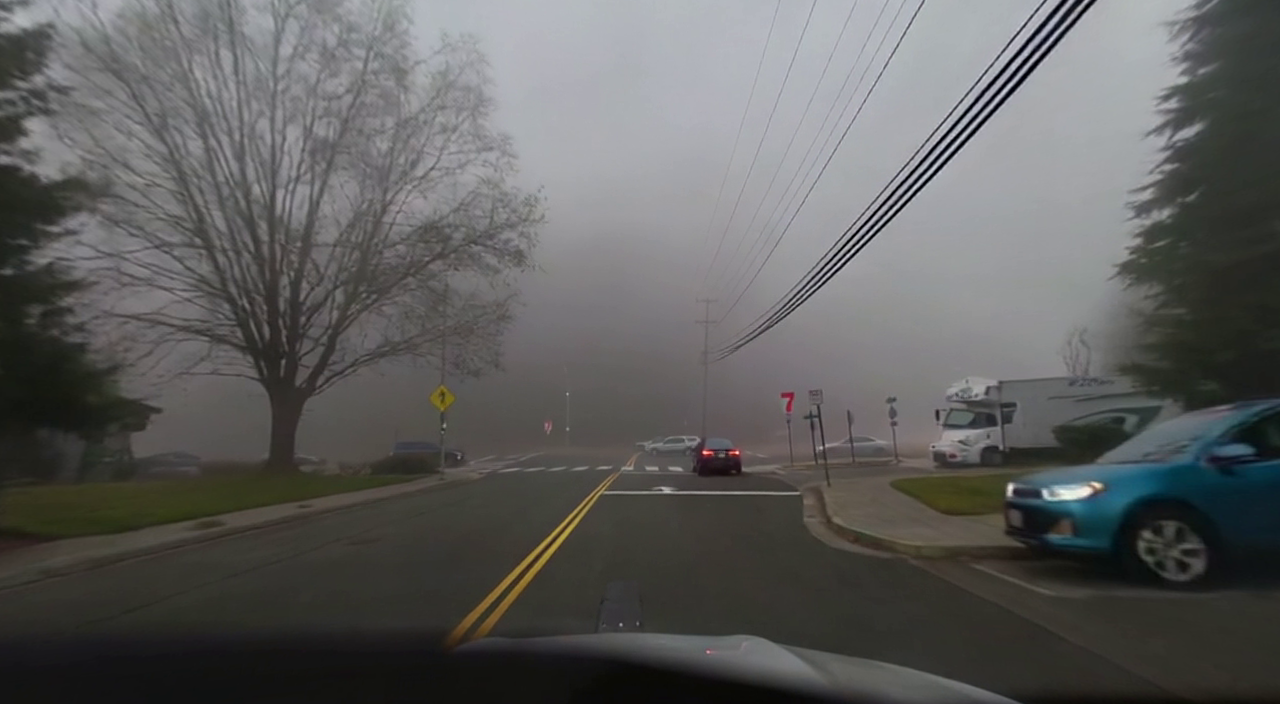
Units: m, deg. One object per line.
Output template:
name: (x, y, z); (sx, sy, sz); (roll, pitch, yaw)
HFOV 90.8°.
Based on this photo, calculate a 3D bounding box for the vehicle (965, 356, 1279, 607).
vehicle: (6.013, 1.103, 5.780); (4.814, 1.872, 2.220); (-1, -9, 7)

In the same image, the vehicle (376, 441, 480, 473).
vehicle: (-13.297, 6.607, 40.028); (5.866, 1.904, 2.197); (1, -8, -6)

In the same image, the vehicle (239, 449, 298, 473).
vehicle: (-28.826, 8.453, 49.258); (2.085, 1.763, 4.658); (1, -9, -5)

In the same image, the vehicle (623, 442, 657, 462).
vehicle: (-0.044, 7.674, 48.445); (1.874, 1.427, 3.976); (2, -9, -12)

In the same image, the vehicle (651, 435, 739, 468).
vehicle: (3.375, 6.273, 39.990); (2.553, 1.868, 5.536); (6, -10, -35)

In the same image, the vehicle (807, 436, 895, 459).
vehicle: (13.272, 6.063, 40.014); (4.872, 1.400, 1.955); (-1, -8, 3)
